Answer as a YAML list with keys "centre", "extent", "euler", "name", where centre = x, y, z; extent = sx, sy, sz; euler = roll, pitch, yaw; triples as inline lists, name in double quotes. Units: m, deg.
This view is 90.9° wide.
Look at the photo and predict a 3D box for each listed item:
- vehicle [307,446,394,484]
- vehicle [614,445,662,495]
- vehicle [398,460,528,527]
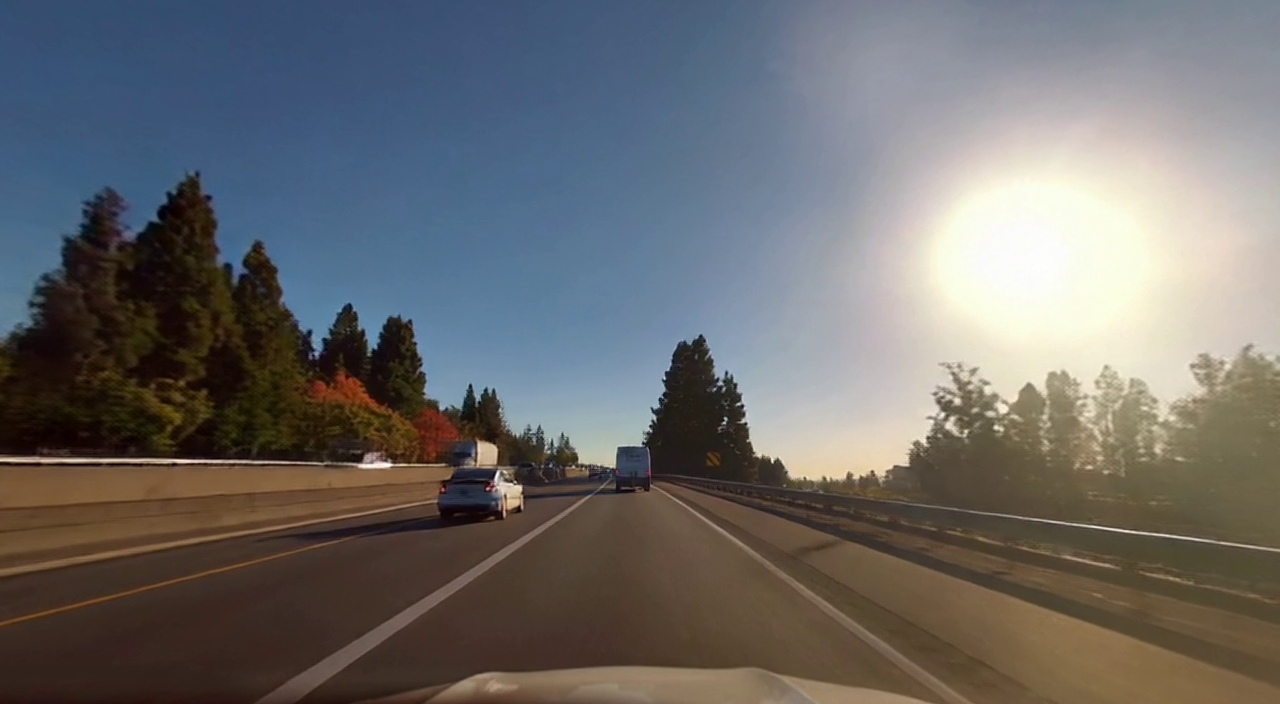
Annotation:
- centre: [-13.616, 5.375, 29.974]
  extent: [1.982, 1.609, 4.537]
  euler: [1, -11, -1]
  name: "vehicle"
- centre: [-0.164, 6.687, 35.843]
  extent: [2.482, 2.549, 5.447]
  euler: [1, -11, -1]
  name: "vehicle"
- centre: [-4.511, 3.704, 16.933]
  extent: [2.128, 1.491, 4.508]
  euler: [1, -11, 1]
  name: "vehicle"
